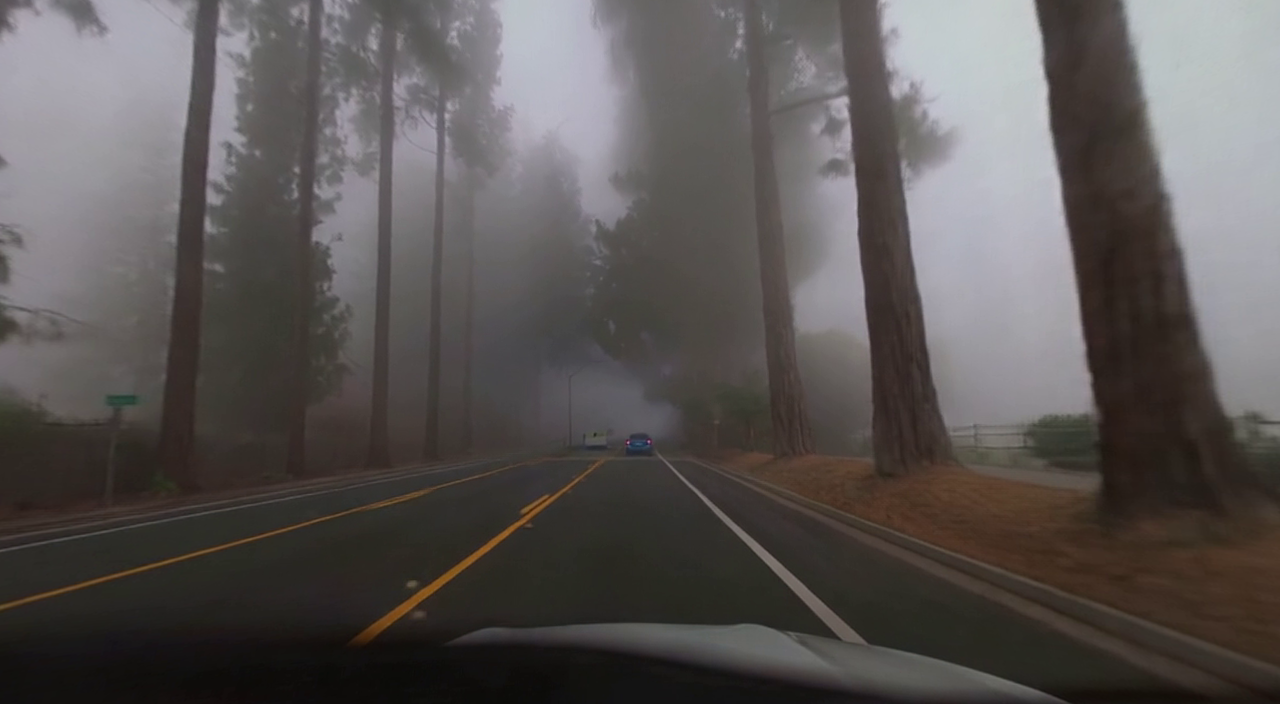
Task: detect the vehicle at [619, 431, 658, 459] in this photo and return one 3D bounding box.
[{"bbox_3d":[-0.090,5.279,35.924,2.067,1.486,3.861,0,-9,0],"label":"vehicle"}]
